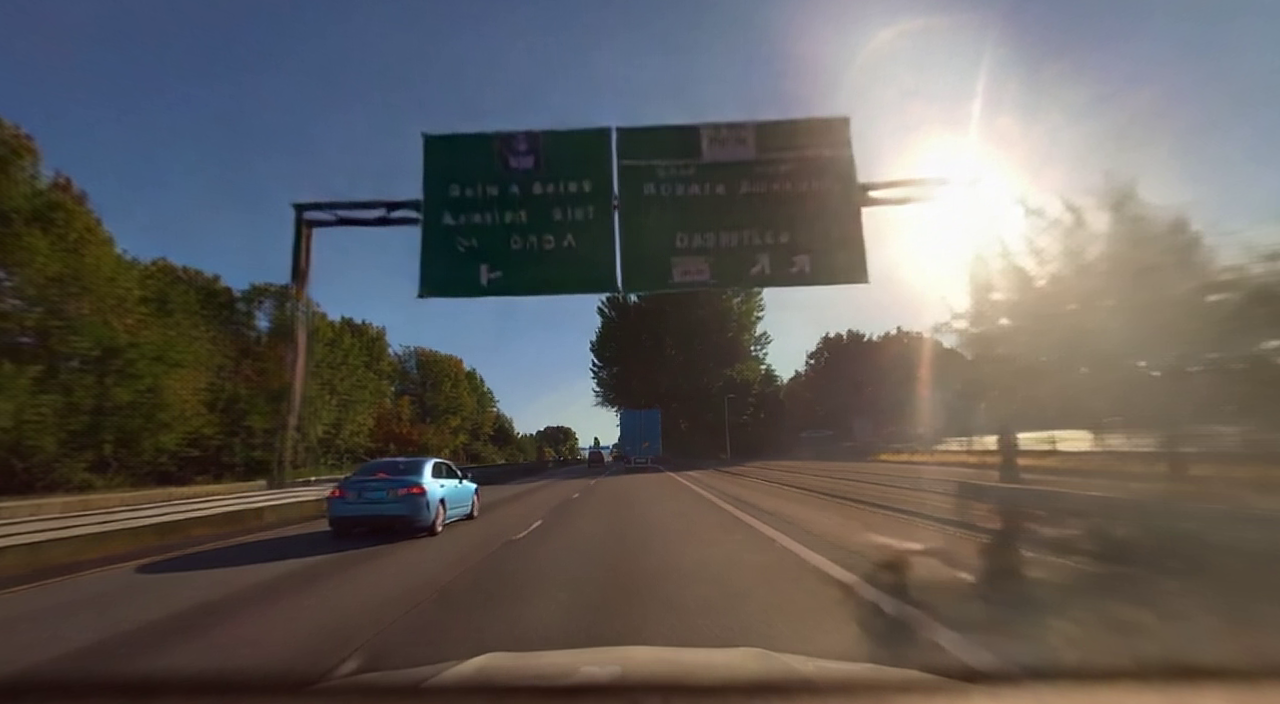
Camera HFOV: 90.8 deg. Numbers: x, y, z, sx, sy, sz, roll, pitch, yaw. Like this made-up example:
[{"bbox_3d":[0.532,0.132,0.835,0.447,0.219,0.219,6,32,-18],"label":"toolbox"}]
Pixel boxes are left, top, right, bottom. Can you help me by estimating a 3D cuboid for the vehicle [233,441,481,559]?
[{"bbox_3d":[-4.089,2.194,10.069,1.968,1.460,4.227,0,-9,0],"label":"vehicle"}]
